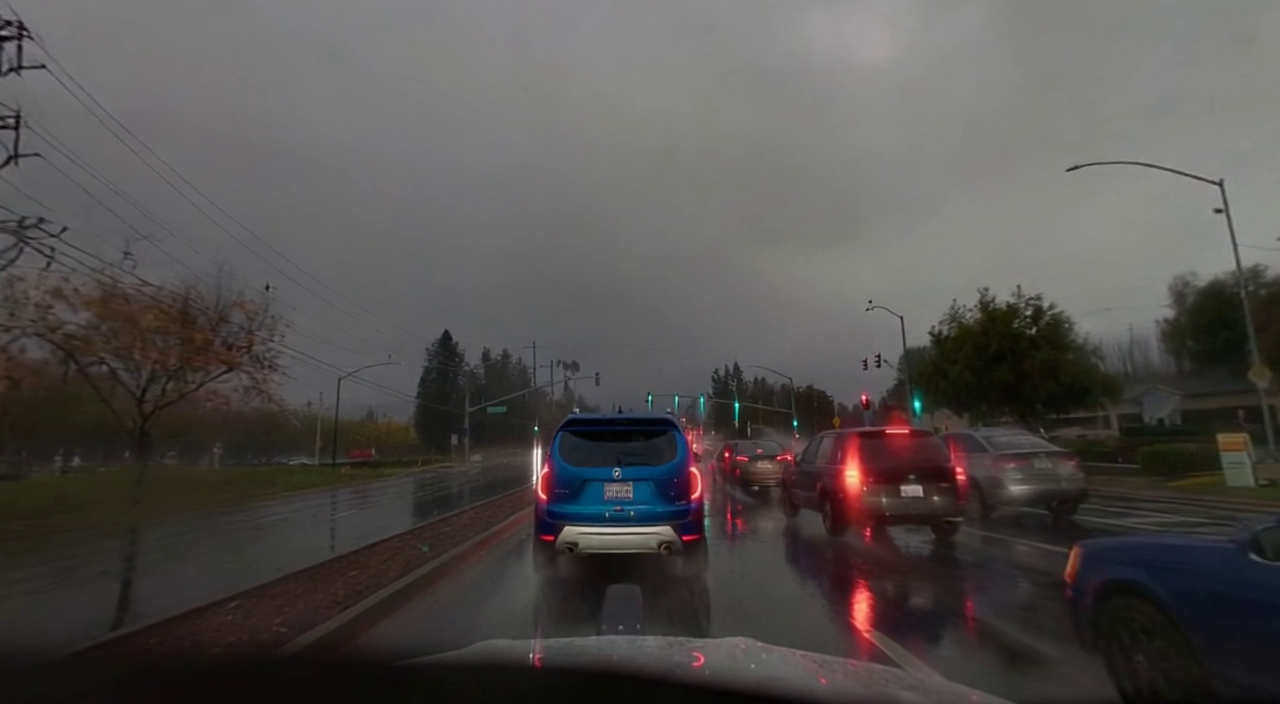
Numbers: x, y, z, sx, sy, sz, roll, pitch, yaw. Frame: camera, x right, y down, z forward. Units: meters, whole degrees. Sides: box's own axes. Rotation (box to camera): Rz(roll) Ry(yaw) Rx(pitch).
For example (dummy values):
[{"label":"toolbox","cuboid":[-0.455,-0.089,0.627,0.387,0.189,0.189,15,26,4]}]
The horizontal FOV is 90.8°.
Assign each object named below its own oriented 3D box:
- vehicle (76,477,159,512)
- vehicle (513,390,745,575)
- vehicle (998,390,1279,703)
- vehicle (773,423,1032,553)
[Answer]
[{"label":"vehicle","cuboid":[-26.488,7.209,32.014,3.826,1.522,1.741,-8,-11,27]},{"label":"vehicle","cuboid":[-0.140,1.615,8.488,2.300,1.821,4.254,0,-9,-1]},{"label":"vehicle","cuboid":[3.286,0.787,1.695,1.984,1.462,4.513,0,-9,0]},{"label":"vehicle","cuboid":[3.497,1.901,9.535,1.952,1.477,4.417,0,-9,-1]}]
